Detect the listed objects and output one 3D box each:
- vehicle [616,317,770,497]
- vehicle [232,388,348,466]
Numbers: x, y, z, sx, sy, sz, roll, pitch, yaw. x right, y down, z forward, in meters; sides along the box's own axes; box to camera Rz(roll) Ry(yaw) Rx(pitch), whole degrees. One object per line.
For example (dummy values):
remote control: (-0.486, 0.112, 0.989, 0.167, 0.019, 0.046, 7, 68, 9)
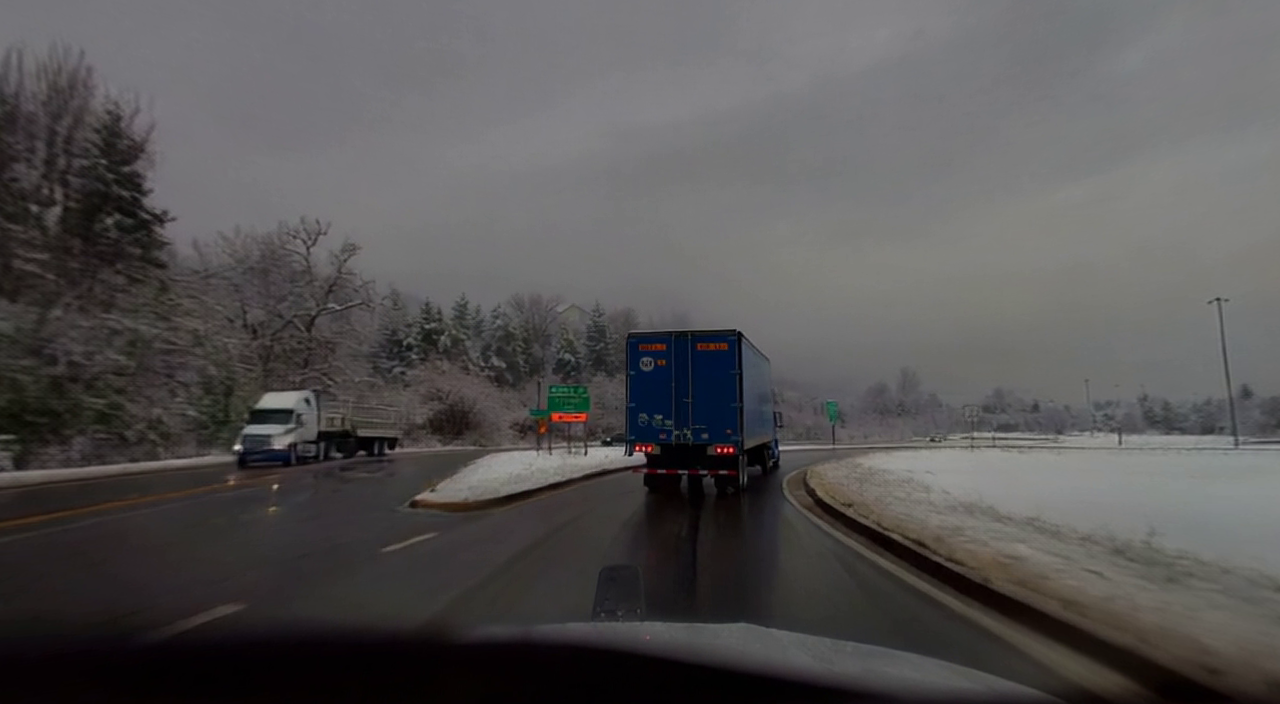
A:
vehicle: (1.968, 1.746, 17.596, 2.937, 3.647, 9.344, -3, -8, 12)
vehicle: (-18.362, 4.040, 33.552, 3.008, 3.708, 6.125, 0, -8, -5)
